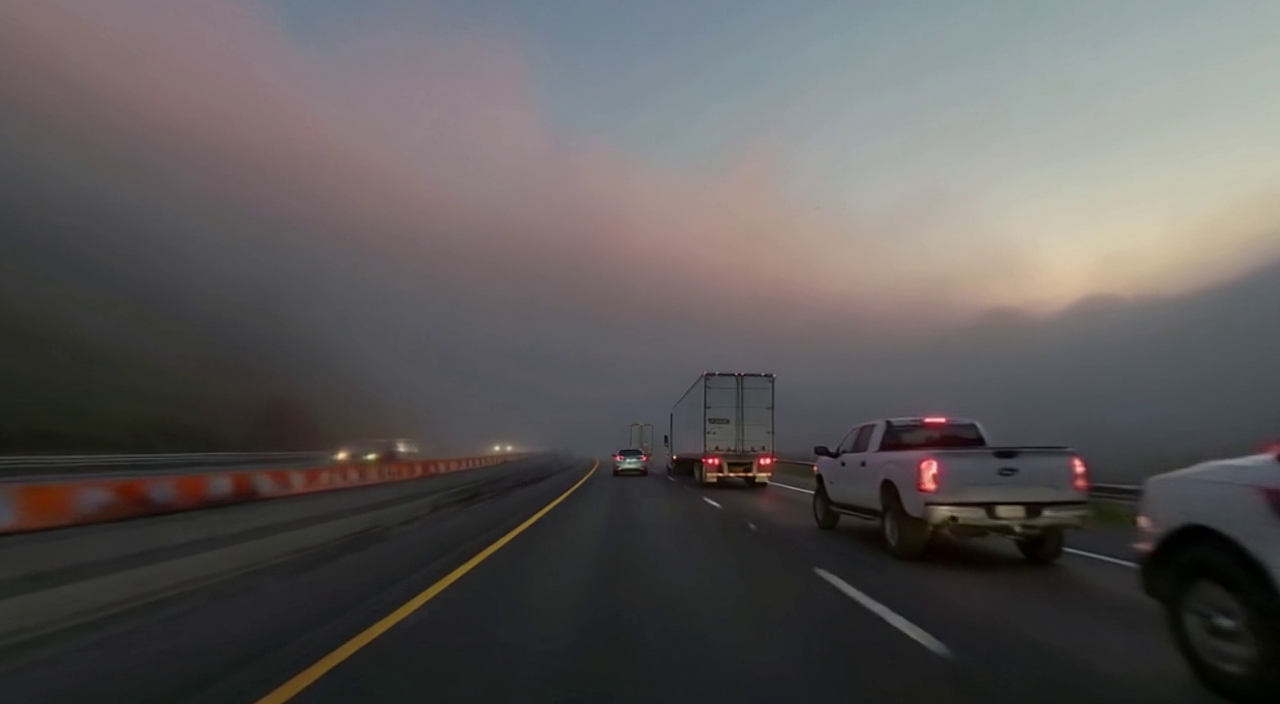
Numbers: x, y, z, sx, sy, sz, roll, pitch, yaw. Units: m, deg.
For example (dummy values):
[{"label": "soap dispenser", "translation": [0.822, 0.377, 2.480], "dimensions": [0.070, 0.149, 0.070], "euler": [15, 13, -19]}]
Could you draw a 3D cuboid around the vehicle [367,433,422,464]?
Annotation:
[{"label": "vehicle", "translation": [-16.094, 6.388, 41.568], "dimensions": [1.961, 1.903, 4.375], "euler": [0, -9, -2]}]

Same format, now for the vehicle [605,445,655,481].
[{"label": "vehicle", "translation": [-0.478, 4.733, 27.179], "dimensions": [2.029, 1.437, 3.794], "euler": [0, -9, -2]}]

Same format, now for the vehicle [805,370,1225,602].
[{"label": "vehicle", "translation": [3.900, 1.545, 8.078], "dimensions": [2.034, 1.968, 5.221], "euler": [0, -9, -1]}]

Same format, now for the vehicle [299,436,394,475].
[{"label": "vehicle", "translation": [-11.899, 4.236, 25.892], "dimensions": [2.149, 1.455, 3.690], "euler": [0, -9, -1]}]

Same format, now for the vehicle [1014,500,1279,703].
[{"label": "vehicle", "translation": [4.038, 1.223, 2.252], "dimensions": [2.129, 0.956, 5.390], "euler": [0, -9, 0]}]

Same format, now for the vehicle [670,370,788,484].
[{"label": "vehicle", "translation": [3.546, 3.816, 30.107], "dimensions": [2.911, 4.099, 14.578], "euler": [0, -9, -2]}]

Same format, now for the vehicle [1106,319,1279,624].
[{"label": "vehicle", "translation": [4.064, 0.409, 1.982], "dimensions": [1.873, 1.465, 4.264], "euler": [0, -9, -1]}]
